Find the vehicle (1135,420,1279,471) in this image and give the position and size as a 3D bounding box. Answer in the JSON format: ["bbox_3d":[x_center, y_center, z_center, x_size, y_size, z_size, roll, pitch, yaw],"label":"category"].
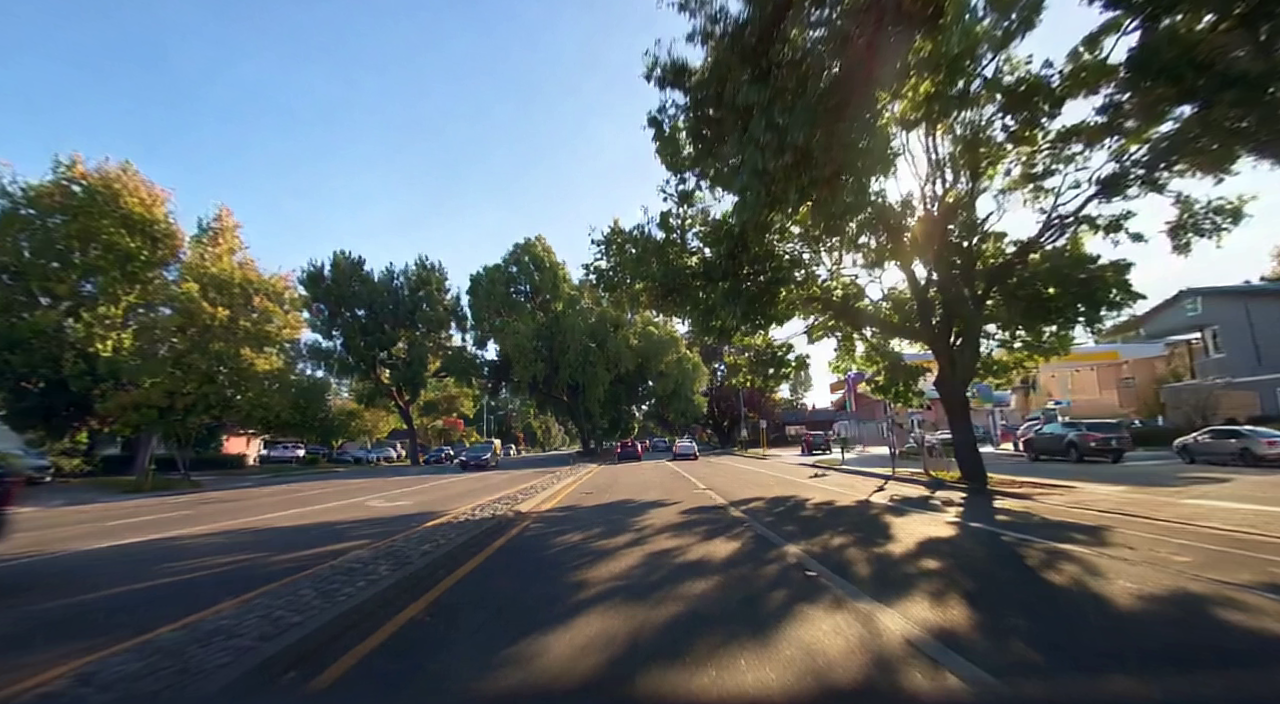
[{"bbox_3d":[19.474,3.110,21.404,1.859,1.493,4.332,-2,-7,0],"label":"vehicle"}]

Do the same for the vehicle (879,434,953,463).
[{"bbox_3d":[15.033,5.286,34.709,2.001,1.479,4.696,0,-9,1],"label":"vehicle"}]

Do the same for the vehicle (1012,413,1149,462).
[{"bbox_3d":[19.573,3.878,28.478,2.266,1.973,5.443,0,-9,1],"label":"vehicle"}]

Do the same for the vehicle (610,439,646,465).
[{"bbox_3d":[-0.724,6.106,38.596,2.052,1.488,3.779,0,-9,-1],"label":"vehicle"}]

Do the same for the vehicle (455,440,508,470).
[{"bbox_3d":[-9.361,6.130,37.669,2.121,1.677,4.324,0,-9,-1],"label":"vehicle"}]
